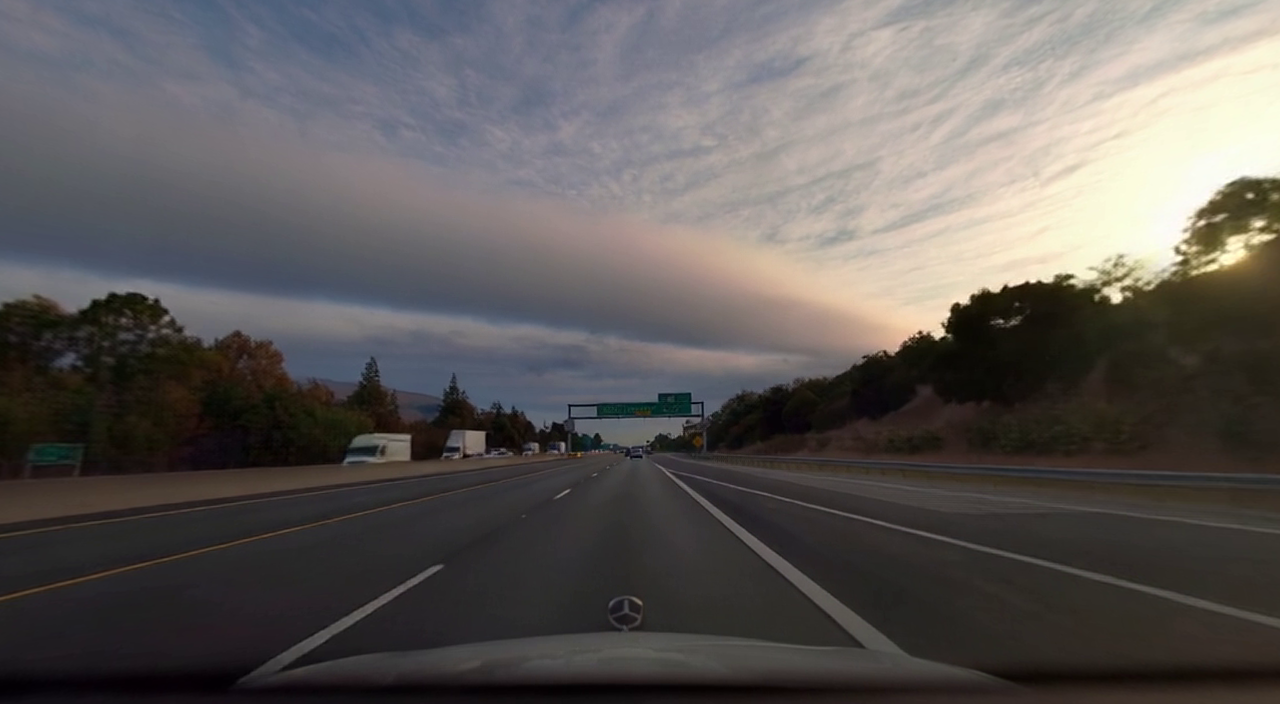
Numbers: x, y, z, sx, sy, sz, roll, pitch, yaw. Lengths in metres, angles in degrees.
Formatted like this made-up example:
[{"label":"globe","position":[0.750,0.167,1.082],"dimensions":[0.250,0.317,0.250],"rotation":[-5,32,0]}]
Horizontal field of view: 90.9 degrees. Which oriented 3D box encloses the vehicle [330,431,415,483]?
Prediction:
[{"label":"vehicle","position":[-15.043,5.966,35.925],"dimensions":[2.308,2.671,5.819],"rotation":[0,-9,-1]}]
